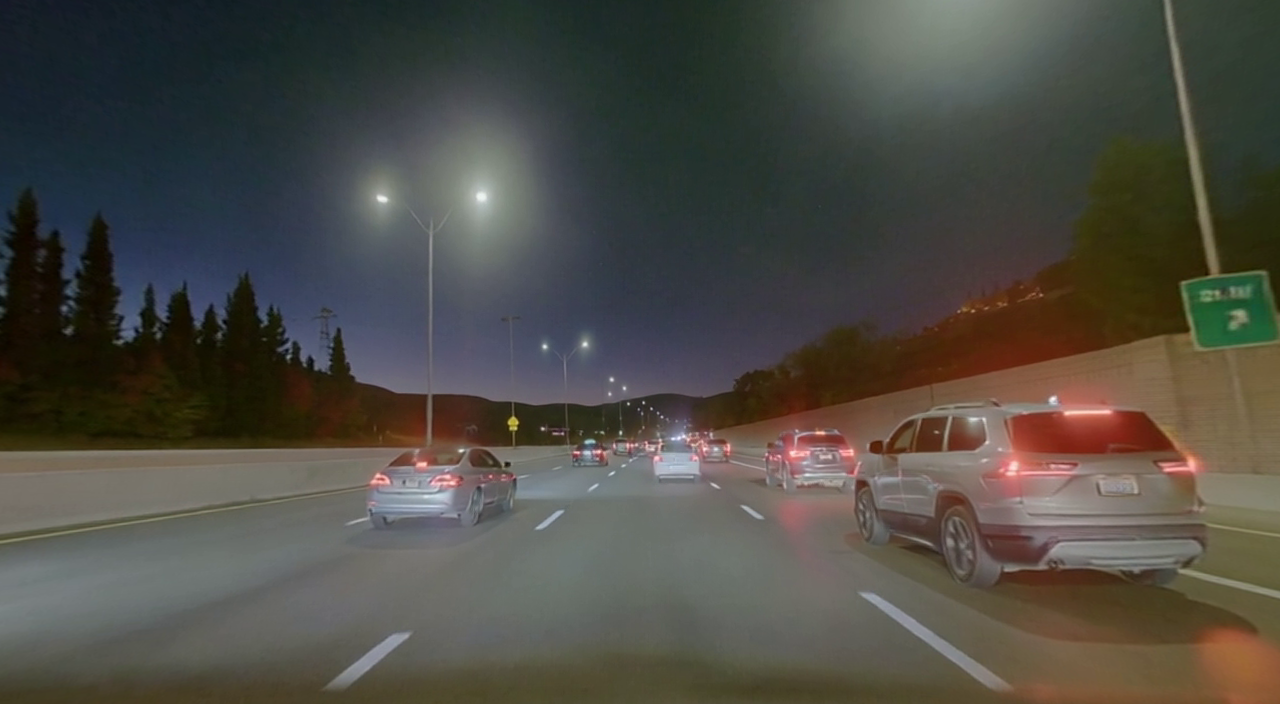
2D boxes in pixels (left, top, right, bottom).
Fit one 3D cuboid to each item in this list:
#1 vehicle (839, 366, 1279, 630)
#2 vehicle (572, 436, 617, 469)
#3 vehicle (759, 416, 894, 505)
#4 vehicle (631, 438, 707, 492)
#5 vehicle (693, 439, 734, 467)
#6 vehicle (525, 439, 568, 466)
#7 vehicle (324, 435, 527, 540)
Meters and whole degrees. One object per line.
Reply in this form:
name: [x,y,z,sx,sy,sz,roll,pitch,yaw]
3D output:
vehicle: [3.761,1.320,6.628,1.930,1.831,4.344,0,-8,1]
vehicle: [-2.625,5.946,37.594,2.154,1.793,4.736,0,-8,3]
vehicle: [4.372,2.623,15.665,1.970,1.872,4.575,0,-8,0]
vehicle: [0.782,3.418,19.454,2.105,1.471,3.978,0,-8,0]
vehicle: [4.135,5.747,36.137,1.855,1.513,3.915,0,-8,-1]
vehicle: [-6.470,6.966,44.099,2.055,1.751,4.825,0,-8,2]
vehicle: [-3.432,2.227,11.133,1.961,1.456,4.362,0,-8,1]
